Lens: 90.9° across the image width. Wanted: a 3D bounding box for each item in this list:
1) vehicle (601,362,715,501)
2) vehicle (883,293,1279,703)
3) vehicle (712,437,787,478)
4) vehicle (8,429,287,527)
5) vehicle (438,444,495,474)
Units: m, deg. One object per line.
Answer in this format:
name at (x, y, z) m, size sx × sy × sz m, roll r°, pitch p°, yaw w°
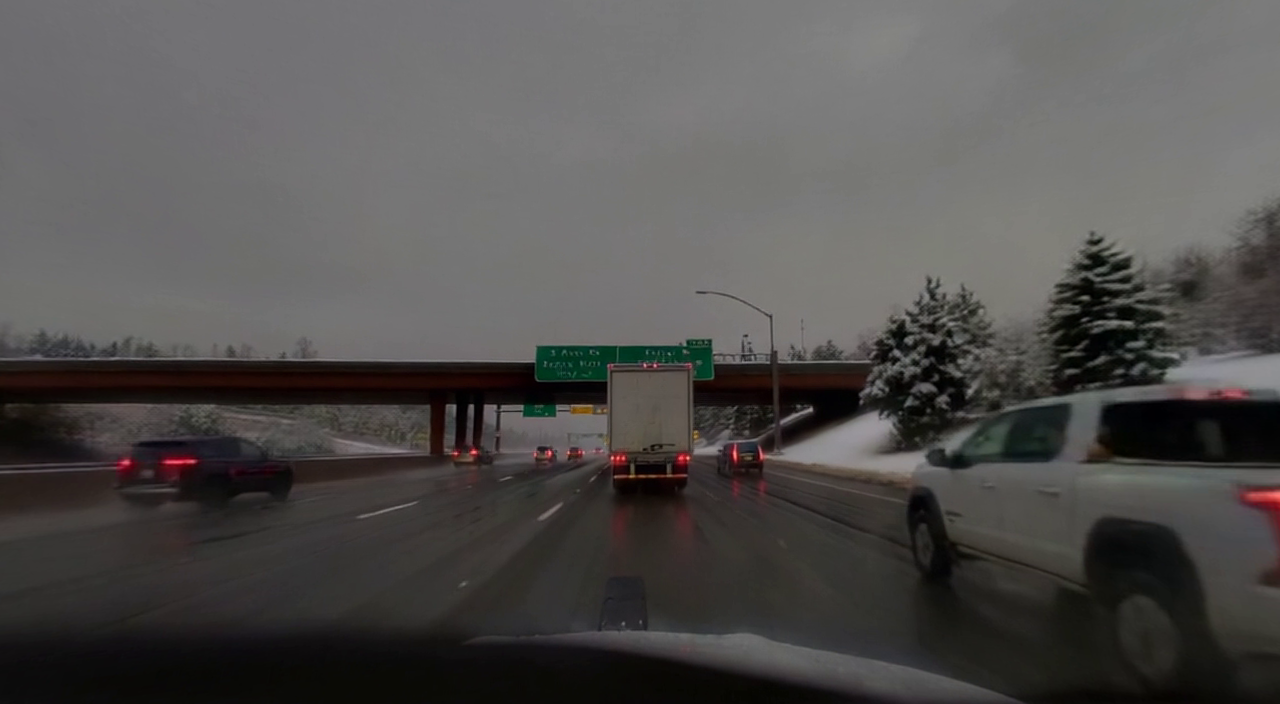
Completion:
vehicle at (0.236, 2.845, 21.734) m, size 2.916 × 3.584 × 10.841 m, roll 0°, pitch -9°, yaw -2°
vehicle at (4.017, 1.026, 4.913) m, size 2.174 × 1.968 × 5.016 m, roll 0°, pitch -9°, yaw 0°
vehicle at (4.427, 4.358, 26.328) m, size 2.108 × 1.508 × 4.744 m, roll 0°, pitch -9°, yaw -2°
vehicle at (-10.412, 2.679, 14.080) m, size 2.119 × 1.747 × 5.121 m, roll 0°, pitch -9°, yaw -1°
vehicle at (-11.029, 6.816, 40.534) m, size 2.217 × 1.797 × 5.226 m, roll 0°, pitch -9°, yaw -1°
